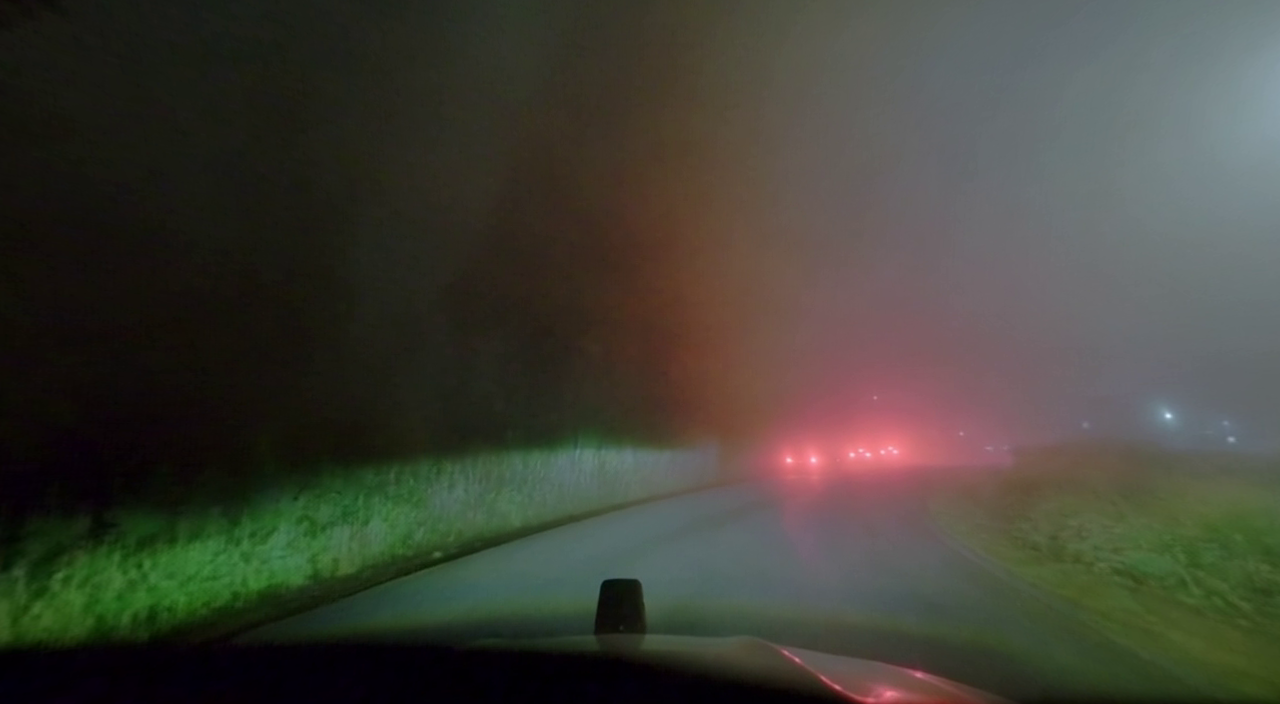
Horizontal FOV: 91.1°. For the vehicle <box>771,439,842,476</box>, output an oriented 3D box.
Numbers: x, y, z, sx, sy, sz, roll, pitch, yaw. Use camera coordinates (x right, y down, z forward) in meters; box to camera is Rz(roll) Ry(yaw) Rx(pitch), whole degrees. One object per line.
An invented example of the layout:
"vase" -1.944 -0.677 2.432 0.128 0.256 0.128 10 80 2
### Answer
"vehicle" 8.998 5.624 33.698 1.988 1.789 4.257 -6 -11 40
